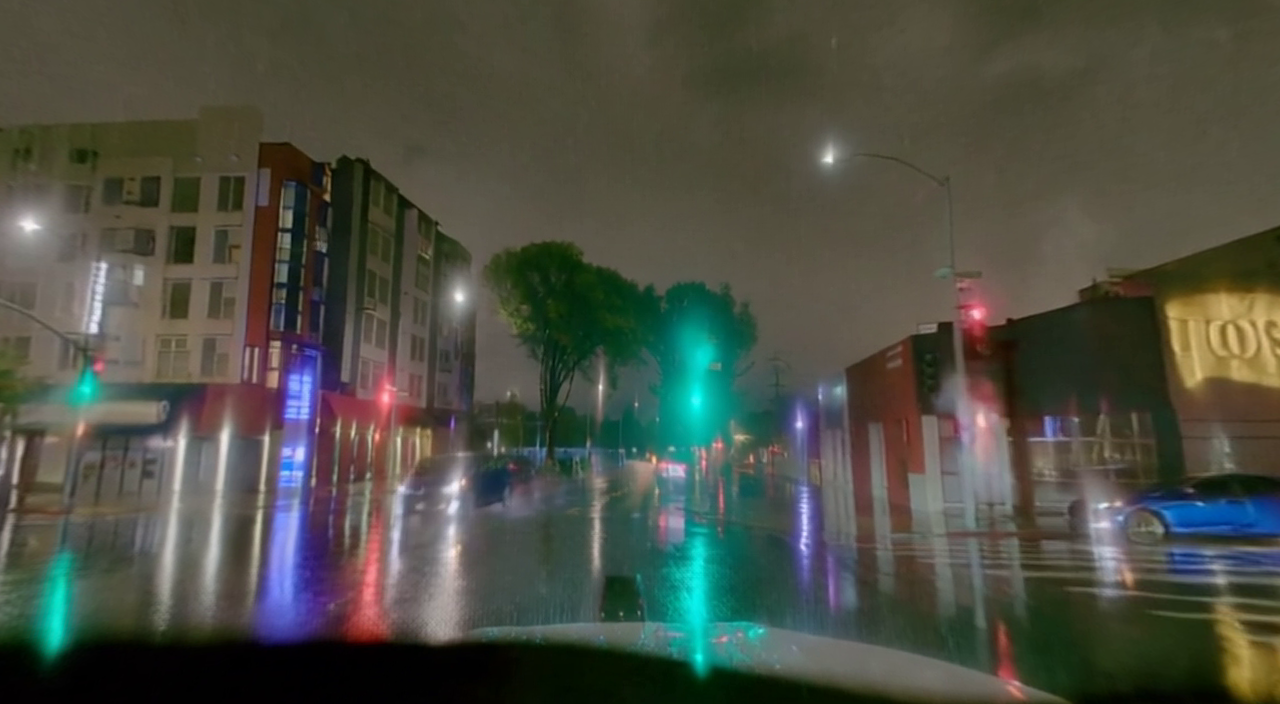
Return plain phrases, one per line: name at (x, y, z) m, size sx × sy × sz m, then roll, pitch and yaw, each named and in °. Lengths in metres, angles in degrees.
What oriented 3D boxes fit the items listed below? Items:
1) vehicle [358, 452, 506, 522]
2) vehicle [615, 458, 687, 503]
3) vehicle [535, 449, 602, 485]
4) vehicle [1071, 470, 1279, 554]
vehicle at (-5.062, 3.344, 16.187) m, size 2.119 × 1.485 × 4.472 m, roll -1°, pitch -9°, yaw 2°
vehicle at (0.512, 4.829, 24.102) m, size 1.892 × 1.481 × 4.365 m, roll -2°, pitch -9°, yaw 12°
vehicle at (-3.630, 5.967, 33.129) m, size 2.181 × 1.723 × 4.692 m, roll -2°, pitch -9°, yaw 11°
vehicle at (11.488, 3.104, 12.510) m, size 4.426 × 1.446 × 1.795 m, roll -2°, pitch -9°, yaw 10°
